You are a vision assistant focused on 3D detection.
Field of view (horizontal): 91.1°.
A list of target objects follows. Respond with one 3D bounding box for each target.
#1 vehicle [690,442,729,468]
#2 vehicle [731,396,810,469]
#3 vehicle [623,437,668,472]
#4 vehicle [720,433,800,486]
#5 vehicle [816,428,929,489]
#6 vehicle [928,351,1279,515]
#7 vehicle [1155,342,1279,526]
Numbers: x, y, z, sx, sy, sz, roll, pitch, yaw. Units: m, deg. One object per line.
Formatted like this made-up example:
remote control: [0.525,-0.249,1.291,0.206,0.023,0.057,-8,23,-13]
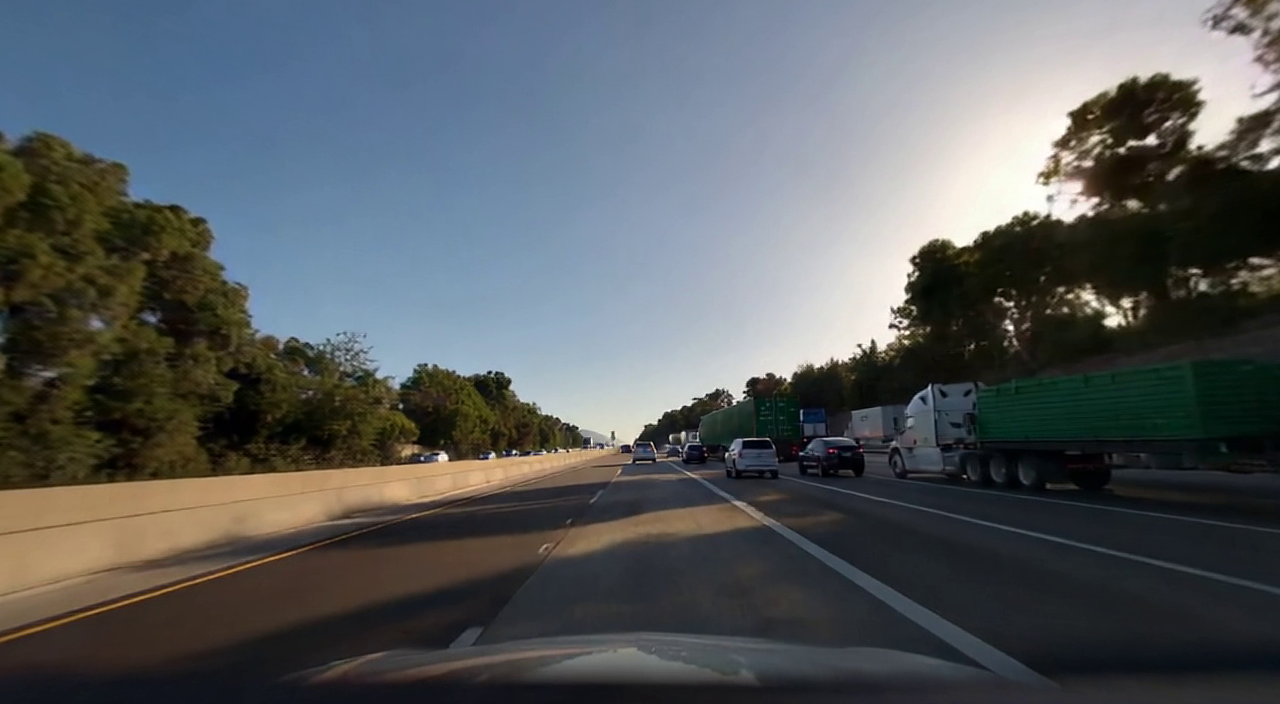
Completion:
vehicle: [4.175,6.289,38.481,1.888,1.501,4.608,0,-8,0]
vehicle: [7.874,5.114,39.342,2.784,4.002,9.298,0,-8,-1]
vehicle: [0.266,5.538,34.096,2.313,1.736,4.215,0,-8,0]
vehicle: [4.110,3.762,22.261,1.972,1.693,4.139,0,-8,0]
vehicle: [7.661,3.555,21.289,1.985,1.835,4.681,0,-8,-1]
vehicle: [11.658,2.292,17.301,2.786,3.226,9.750,0,-8,0]
vehicle: [11.648,1.066,8.424,2.693,2.922,7.759,0,-8,-1]
